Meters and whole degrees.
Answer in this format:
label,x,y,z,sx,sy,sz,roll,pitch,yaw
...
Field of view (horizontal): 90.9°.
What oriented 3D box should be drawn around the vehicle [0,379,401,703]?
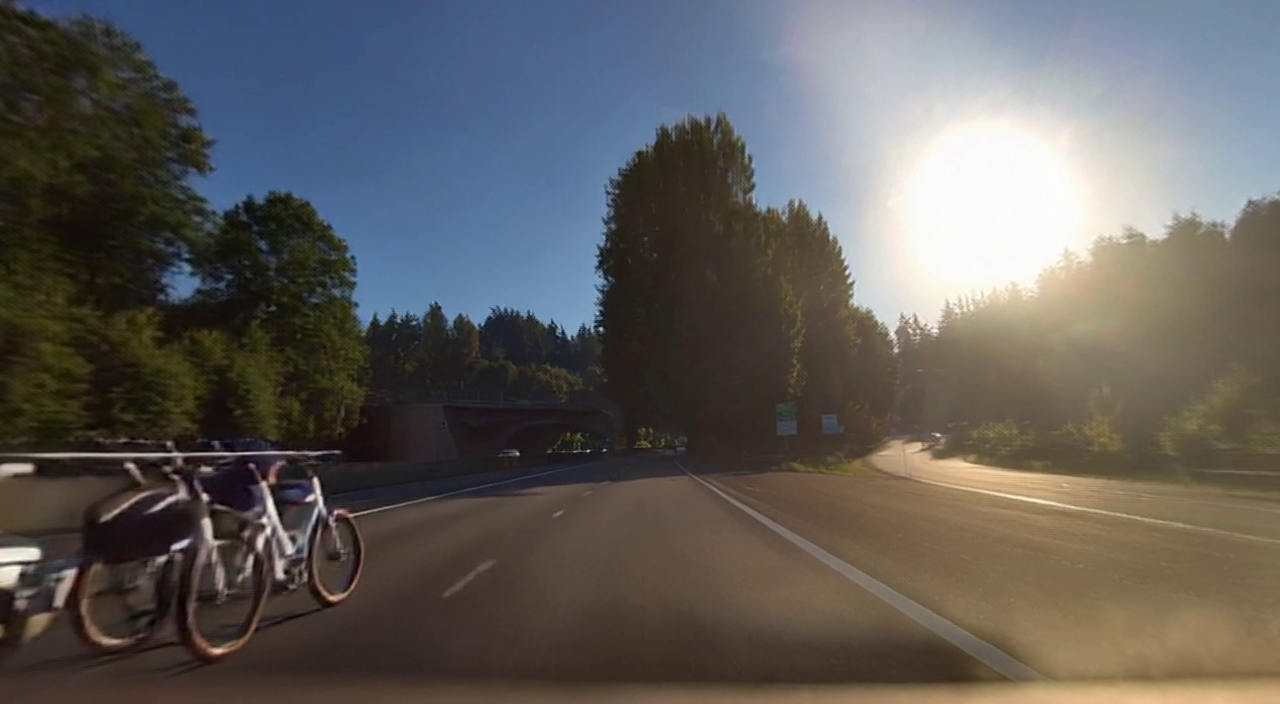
label,x,y,z,sx,sy,sz,roll,pitch,yaw
vehicle,-3.469,1.161,4.100,2.108,1.557,4.344,0,-9,0
